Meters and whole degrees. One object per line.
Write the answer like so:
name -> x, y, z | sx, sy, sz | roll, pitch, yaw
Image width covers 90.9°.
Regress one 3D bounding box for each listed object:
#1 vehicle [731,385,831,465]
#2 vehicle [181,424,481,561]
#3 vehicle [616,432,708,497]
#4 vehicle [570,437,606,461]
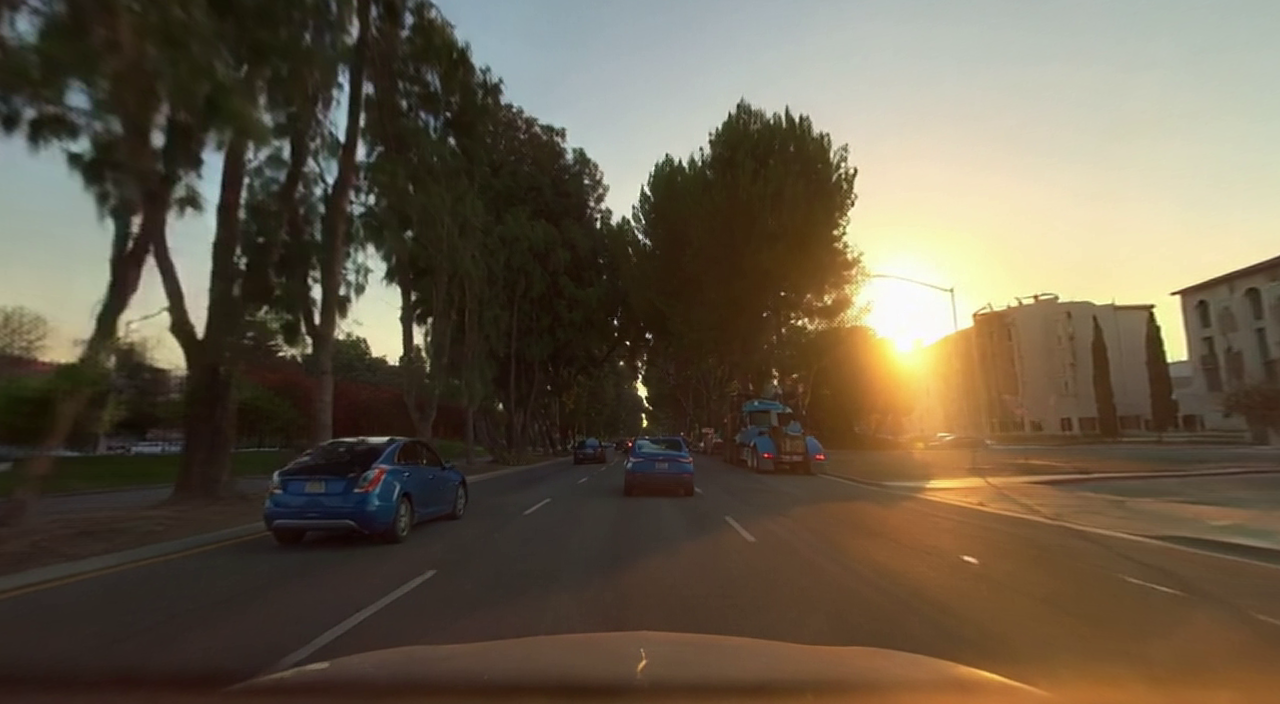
vehicle -> 5.826, 3.226, 27.118 | 2.736, 3.078, 5.825 | 0, -8, -2
vehicle -> -4.050, 1.920, 9.457 | 2.003, 1.507, 4.808 | 0, -8, 1
vehicle -> 0.496, 2.864, 16.391 | 2.086, 1.466, 4.026 | 0, -8, 0
vehicle -> -3.680, 6.938, 45.288 | 2.062, 1.641, 4.193 | 0, -8, 2
